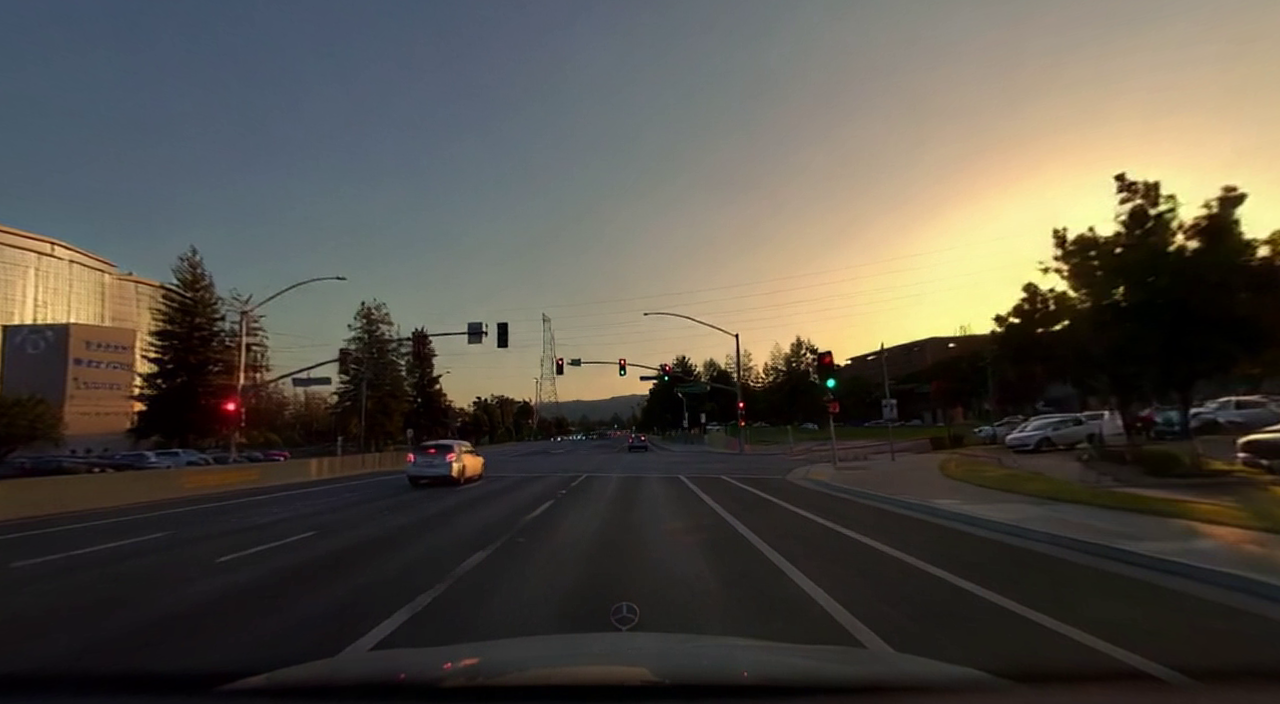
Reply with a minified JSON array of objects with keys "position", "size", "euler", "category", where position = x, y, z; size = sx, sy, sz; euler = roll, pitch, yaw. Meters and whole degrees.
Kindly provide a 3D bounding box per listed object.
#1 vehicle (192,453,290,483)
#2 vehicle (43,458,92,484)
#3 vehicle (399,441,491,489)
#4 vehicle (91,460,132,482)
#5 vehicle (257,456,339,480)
[{"position":[-24.662,7.178,39.140],"size":[4.722,1.741,2.142],"euler":[-1,-9,7],"category":"vehicle"},{"position":[-43.589,9.054,48.156],"size":[2.020,1.784,4.391],"euler":[5,-10,-34],"category":"vehicle"},{"position":[-6.483,3.778,21.515],"size":[1.928,1.451,4.219],"euler":[0,-9,-2],"category":"vehicle"},{"position":[-40.556,9.137,48.579],"size":[1.906,1.496,4.381],"euler":[5,-10,-34],"category":"vehicle"},{"position":[-22.636,7.653,41.888],"size":[4.298,1.466,1.921],"euler":[-1,-9,4],"category":"vehicle"}]
